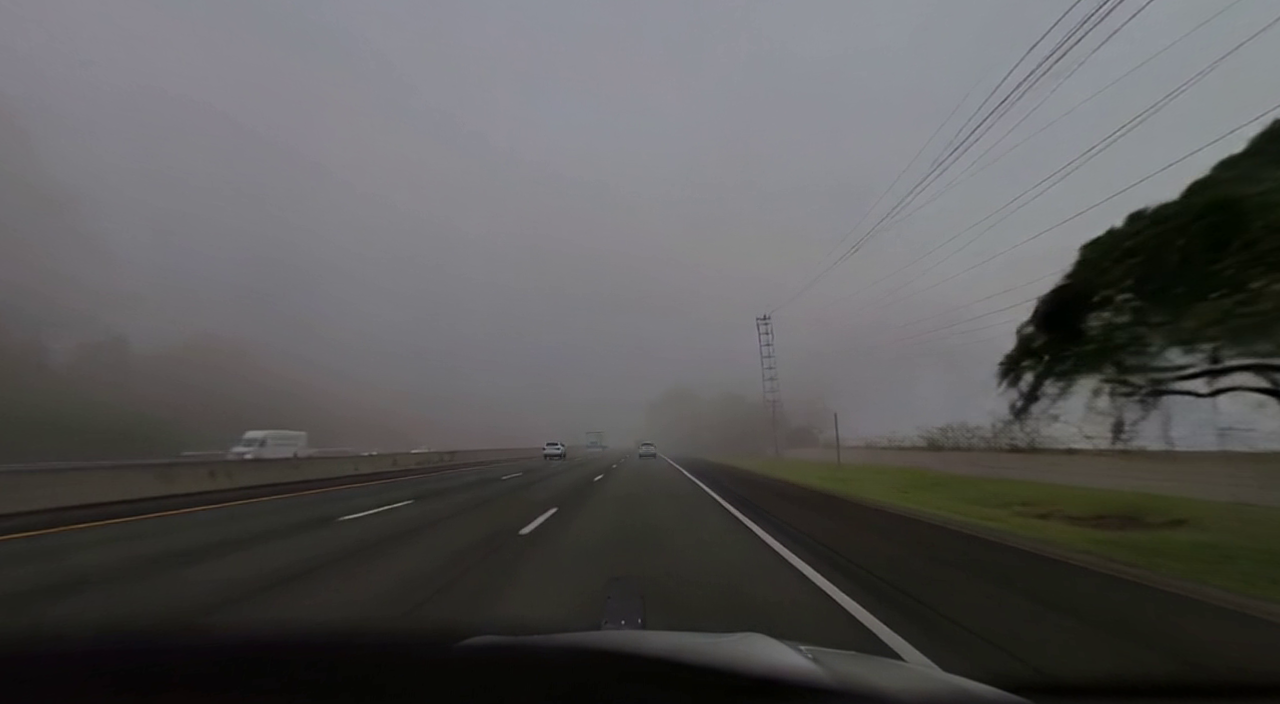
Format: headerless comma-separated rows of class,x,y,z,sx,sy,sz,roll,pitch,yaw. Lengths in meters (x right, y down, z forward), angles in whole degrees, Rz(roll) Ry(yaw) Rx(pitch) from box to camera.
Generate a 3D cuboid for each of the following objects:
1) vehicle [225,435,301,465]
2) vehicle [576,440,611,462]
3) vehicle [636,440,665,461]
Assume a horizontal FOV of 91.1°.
vehicle,-29.154,7.590,48.815,2.253,2.185,5.831,0,-8,1
vehicle,-3.224,6.990,44.320,2.046,1.478,4.111,0,-8,1
vehicle,0.794,7.326,46.702,2.057,1.453,3.926,0,-8,1
